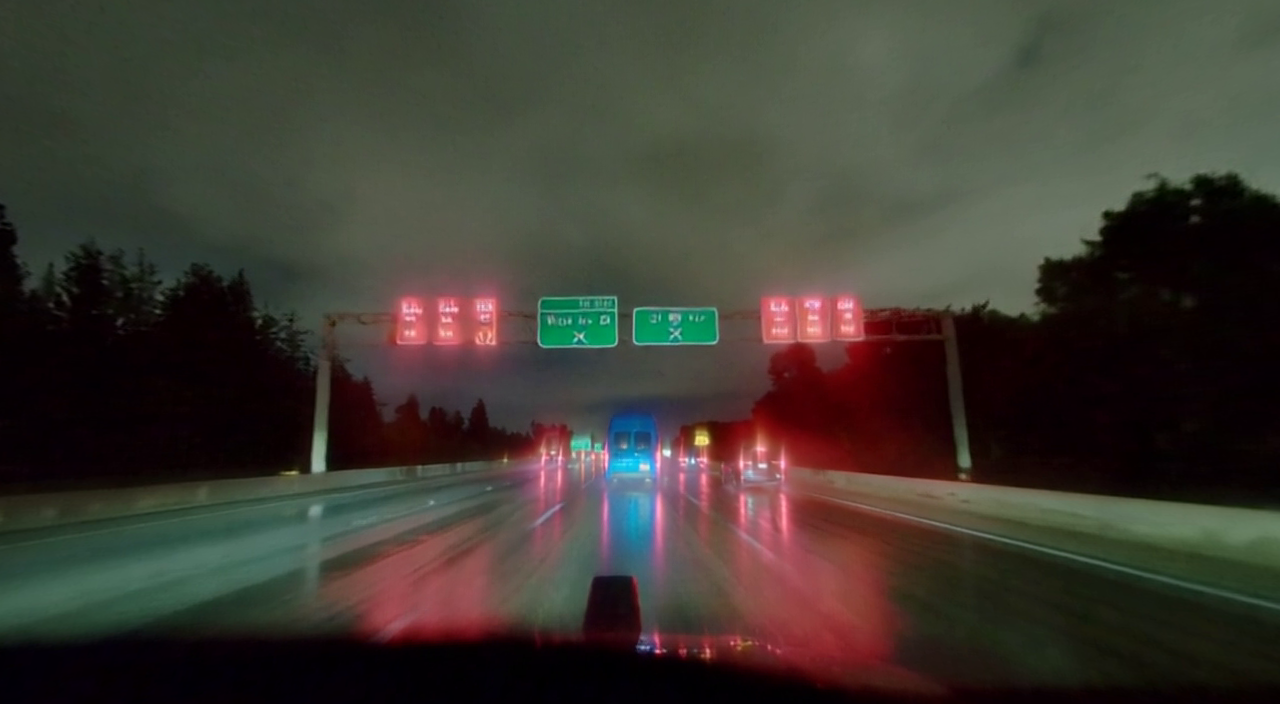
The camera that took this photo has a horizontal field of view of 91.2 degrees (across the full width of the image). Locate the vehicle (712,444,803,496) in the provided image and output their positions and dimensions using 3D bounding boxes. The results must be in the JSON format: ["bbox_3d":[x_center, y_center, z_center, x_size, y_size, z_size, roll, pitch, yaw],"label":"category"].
[{"bbox_3d":[3.702,3.821,20.695,2.015,1.491,4.732,0,-9,-1],"label":"vehicle"}]

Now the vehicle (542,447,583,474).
[{"bbox_3d":[-4.692,6.648,38.550,2.003,1.498,4.386,0,-9,0],"label":"vehicle"}]

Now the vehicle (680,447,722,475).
[{"bbox_3d":[3.449,6.206,35.952,1.978,1.510,4.462,0,-9,0],"label":"vehicle"}]

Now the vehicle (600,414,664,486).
[{"bbox_3d":[-0.330,3.924,25.177,2.268,2.551,5.144,0,-9,-1],"label":"vehicle"}]
